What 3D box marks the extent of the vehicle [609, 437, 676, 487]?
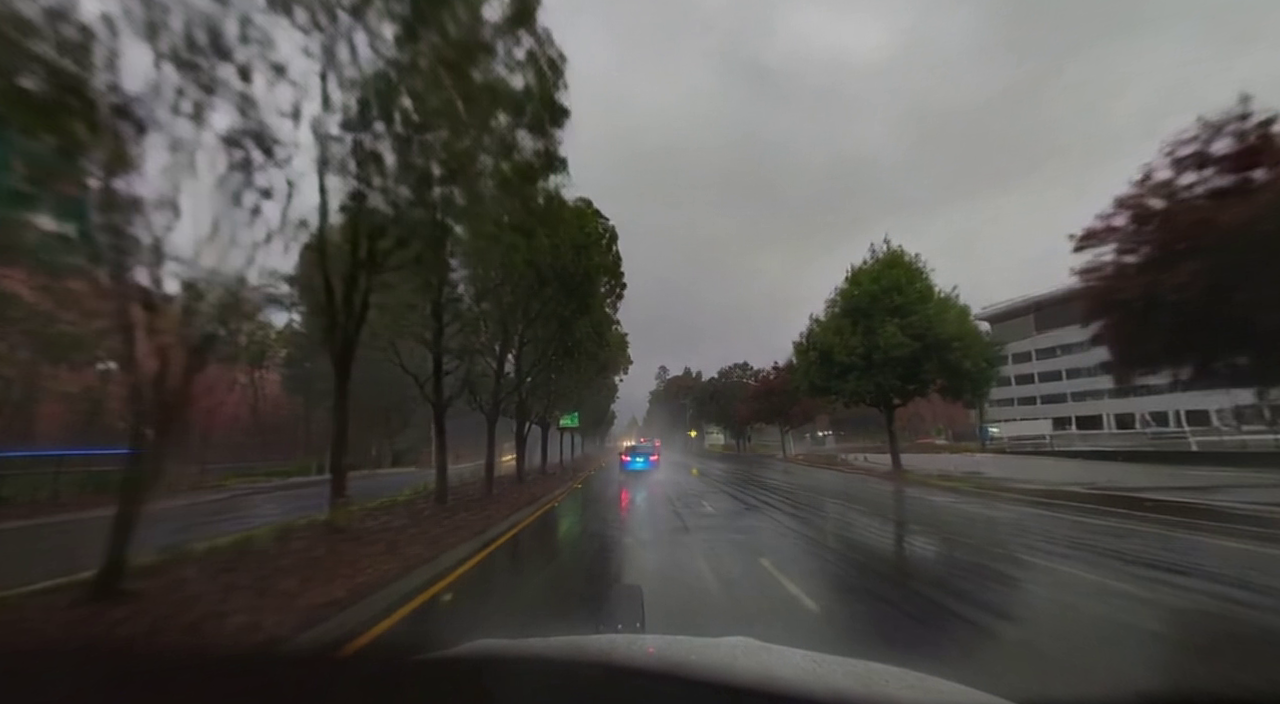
[{"bbox_3d":[0.020,3.699,21.571,2.042,1.479,4.601,0,-8,-1],"label":"vehicle"}]
